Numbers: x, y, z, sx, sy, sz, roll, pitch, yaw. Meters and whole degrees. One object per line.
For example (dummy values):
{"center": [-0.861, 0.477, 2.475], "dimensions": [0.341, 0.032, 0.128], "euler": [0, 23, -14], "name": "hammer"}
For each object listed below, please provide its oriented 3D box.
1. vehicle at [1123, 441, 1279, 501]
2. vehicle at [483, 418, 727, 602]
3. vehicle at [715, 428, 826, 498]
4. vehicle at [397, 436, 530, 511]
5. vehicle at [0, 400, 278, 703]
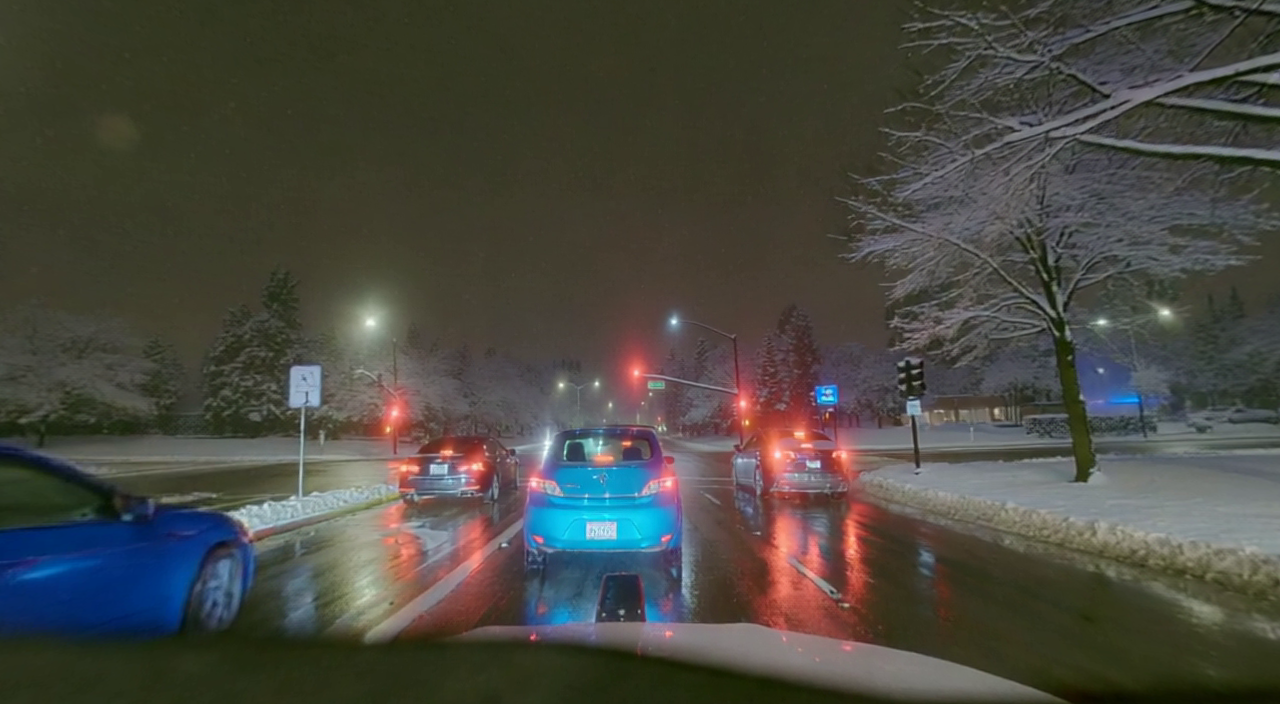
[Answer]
{"center": [15.177, 3.030, 16.273], "dimensions": [3.951, 1.418, 1.842], "euler": [0, -8, -3], "name": "vehicle"}
{"center": [-0.358, 1.641, 7.495], "dimensions": [2.045, 1.533, 4.183], "euler": [0, -8, -2], "name": "vehicle"}
{"center": [3.427, 3.008, 17.510], "dimensions": [2.028, 1.678, 4.220], "euler": [0, -8, -2], "name": "vehicle"}
{"center": [-3.781, 2.663, 14.293], "dimensions": [1.998, 1.452, 3.773], "euler": [0, -8, -2], "name": "vehicle"}
{"center": [-3.741, 0.928, 2.486], "dimensions": [2.074, 1.485, 4.395], "euler": [0, -8, -1], "name": "vehicle"}
